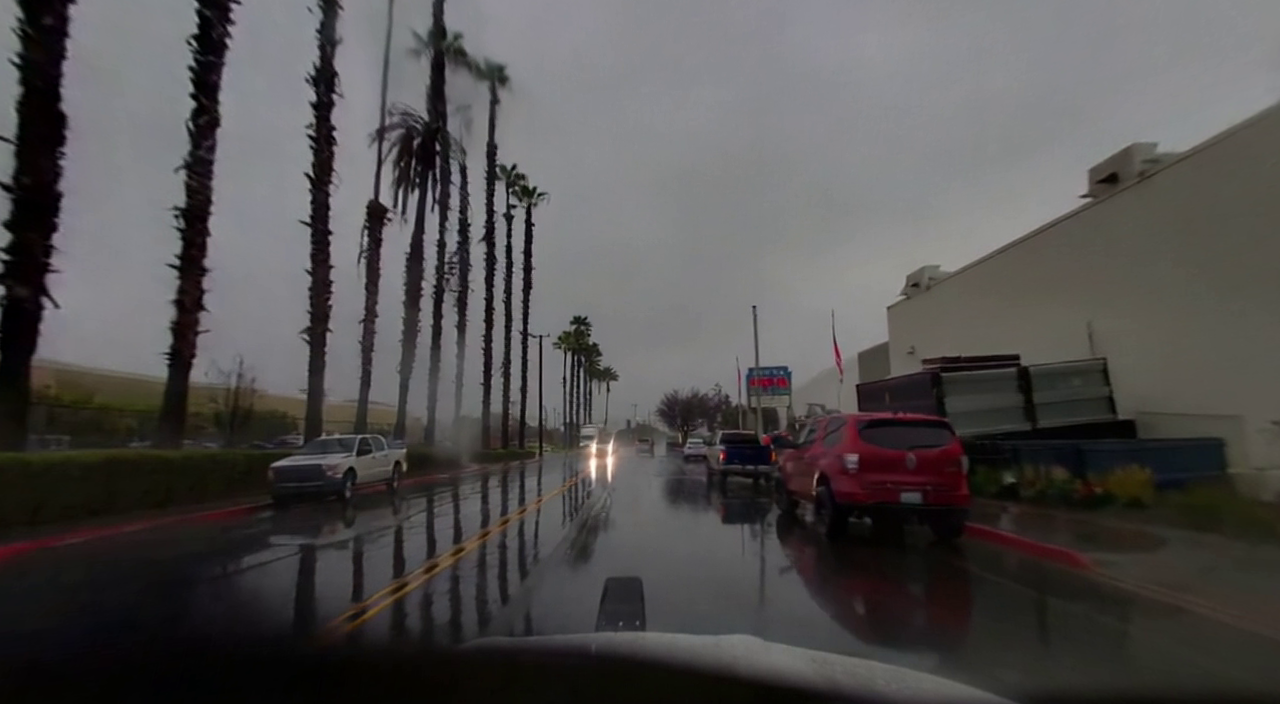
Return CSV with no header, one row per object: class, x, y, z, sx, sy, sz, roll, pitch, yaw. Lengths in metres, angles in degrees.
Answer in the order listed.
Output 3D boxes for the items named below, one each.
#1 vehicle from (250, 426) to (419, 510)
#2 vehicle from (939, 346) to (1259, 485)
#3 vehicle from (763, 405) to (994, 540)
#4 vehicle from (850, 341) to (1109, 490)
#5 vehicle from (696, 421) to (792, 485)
vehicle,-8.093,3.103,17.476,2.105,1.836,5.338,-2,-8,-1
vehicle,11.464,1.913,17.115,2.840,2.807,7.405,-3,-9,-1
vehicle,3.701,1.975,10.995,2.098,1.816,4.709,0,-8,-1
vehicle,8.074,1.776,16.381,2.993,3.033,6.781,-1,-8,1
vehicle,3.524,3.587,22.818,2.345,1.969,6.070,0,-8,-1
